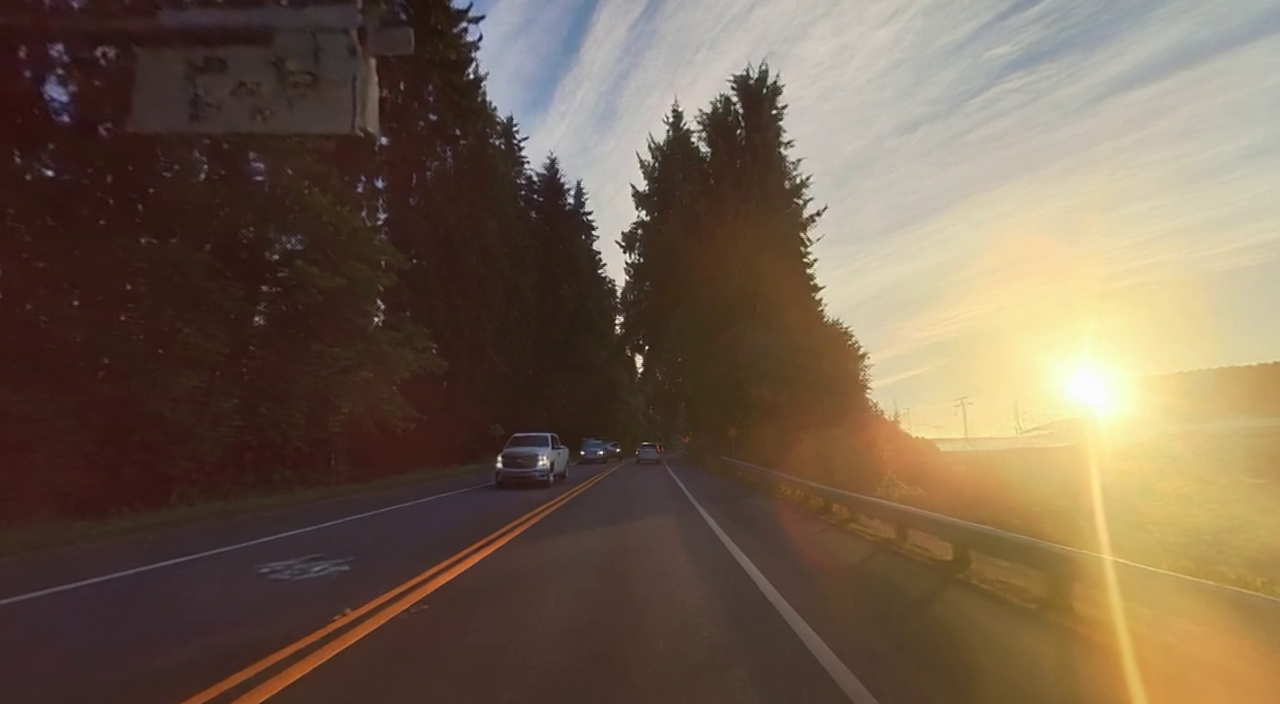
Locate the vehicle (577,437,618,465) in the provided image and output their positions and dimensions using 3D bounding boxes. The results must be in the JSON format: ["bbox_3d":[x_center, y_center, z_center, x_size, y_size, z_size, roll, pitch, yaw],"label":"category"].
[{"bbox_3d":[-3.214,7.701,49.075,2.461,2.030,5.478,-1,-9,3],"label":"vehicle"}]

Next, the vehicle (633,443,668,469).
[{"bbox_3d":[0.648,6.450,39.337,2.067,1.486,3.861,0,-9,1],"label":"vehicle"}]

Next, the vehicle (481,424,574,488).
[{"bbox_3d":[-4.250,4.092,25.083,2.479,2.208,5.780,0,-9,2],"label":"vehicle"}]
